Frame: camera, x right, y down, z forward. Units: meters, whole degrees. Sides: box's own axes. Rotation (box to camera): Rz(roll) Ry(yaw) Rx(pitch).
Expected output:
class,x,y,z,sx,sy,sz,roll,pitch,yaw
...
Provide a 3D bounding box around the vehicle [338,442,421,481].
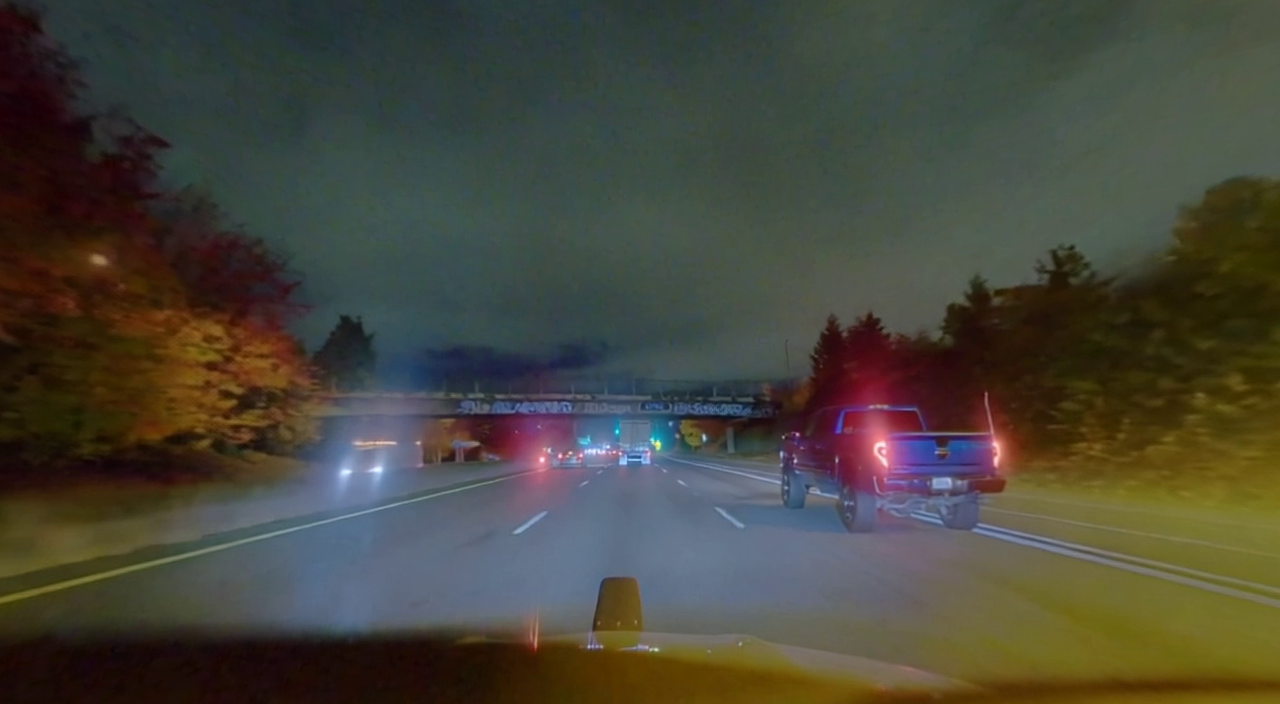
class,x,y,z,sx,sy,sz,roll,pitch,yaw
vehicle,-17.914,7.542,43.720,2.564,2.452,7.489,0,-9,0

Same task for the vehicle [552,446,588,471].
class,x,y,z,sx,sy,sz,roll,pitch,yaw
vehicle,-4.422,6.805,40.203,1.892,1.529,3.996,0,-9,-1
